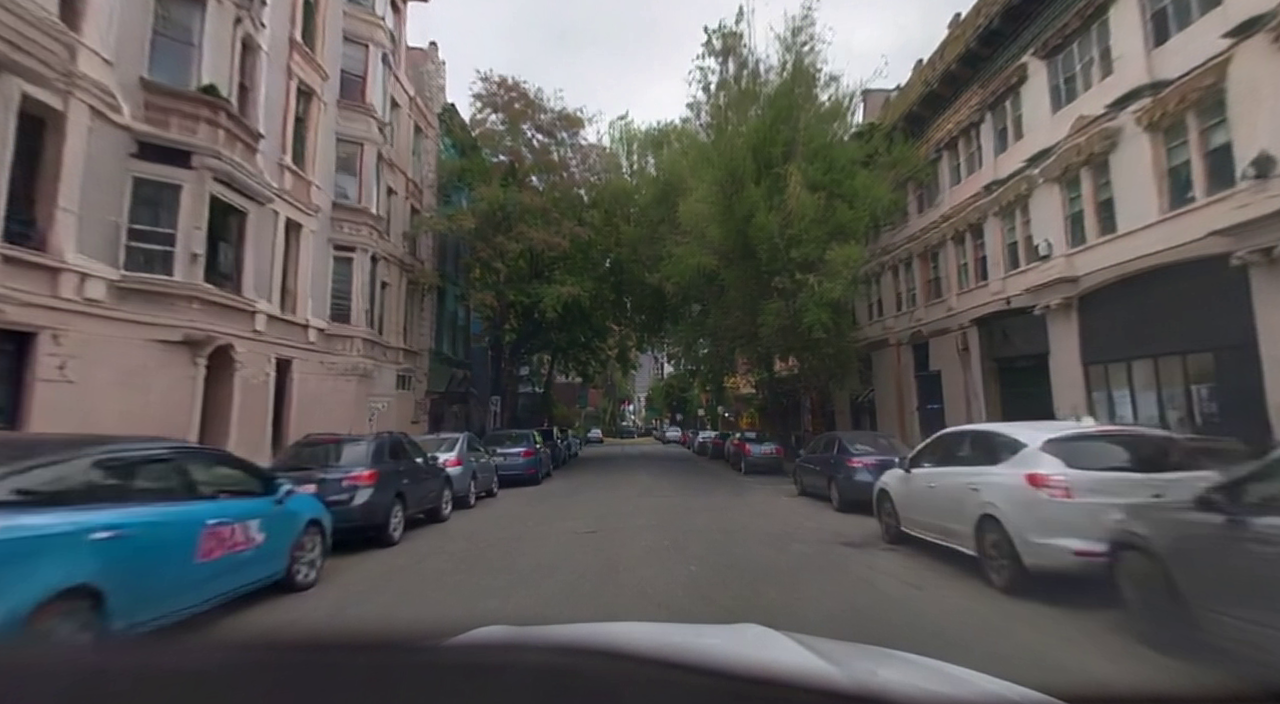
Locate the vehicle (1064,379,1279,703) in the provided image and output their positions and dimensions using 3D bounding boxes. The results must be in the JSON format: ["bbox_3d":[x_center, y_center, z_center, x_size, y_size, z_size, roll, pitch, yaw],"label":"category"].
[{"bbox_3d":[3.731,0.819,2.105,1.896,1.549,3.845,0,-7,-1],"label":"vehicle"}]

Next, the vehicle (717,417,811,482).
[{"bbox_3d":[3.737,3.020,19.877,1.879,1.802,4.574,0,-7,-2],"label":"vehicle"}]

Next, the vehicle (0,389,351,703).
[{"bbox_3d":[-3.413,1.011,3.623,1.874,1.508,3.414,1,-3,0],"label":"vehicle"}]
